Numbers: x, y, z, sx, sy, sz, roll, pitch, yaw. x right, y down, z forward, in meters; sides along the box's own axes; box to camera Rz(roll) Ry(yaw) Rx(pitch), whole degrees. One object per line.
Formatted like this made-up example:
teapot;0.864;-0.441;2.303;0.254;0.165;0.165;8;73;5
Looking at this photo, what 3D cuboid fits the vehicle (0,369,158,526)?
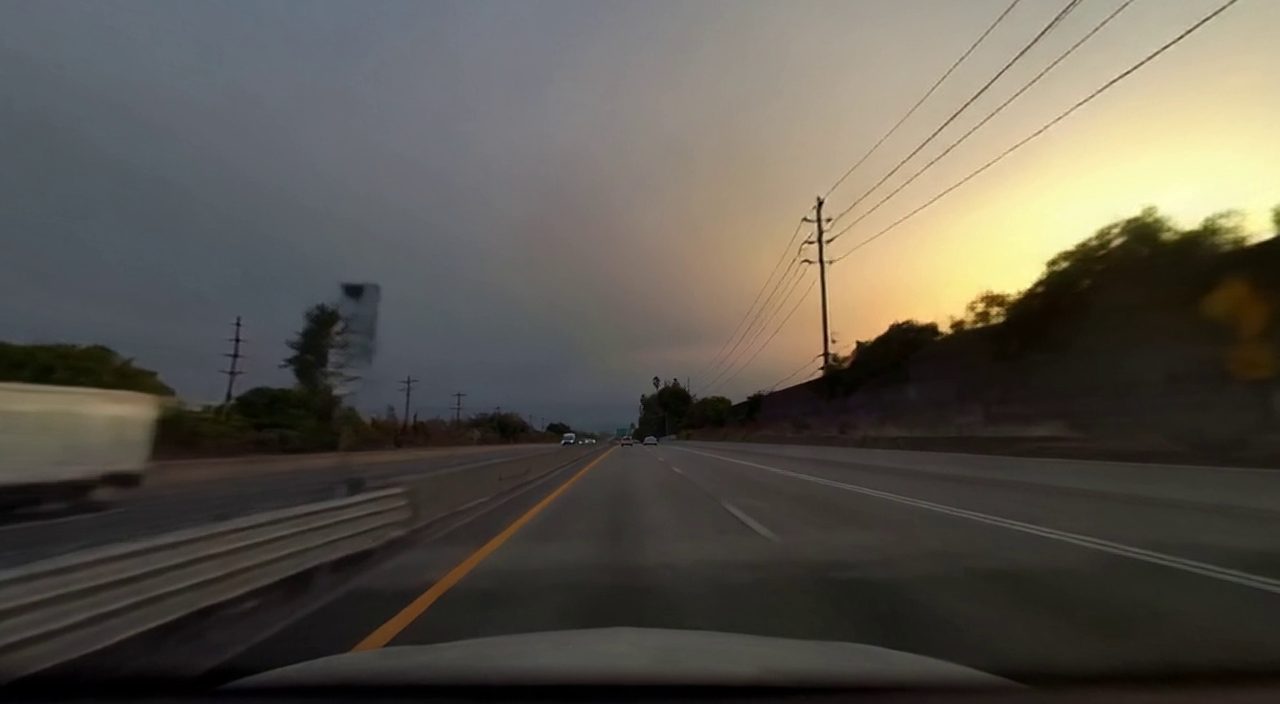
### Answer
vehicle;-13.108;1.805;11.925;2.579;2.887;6.759;0;-8;0
